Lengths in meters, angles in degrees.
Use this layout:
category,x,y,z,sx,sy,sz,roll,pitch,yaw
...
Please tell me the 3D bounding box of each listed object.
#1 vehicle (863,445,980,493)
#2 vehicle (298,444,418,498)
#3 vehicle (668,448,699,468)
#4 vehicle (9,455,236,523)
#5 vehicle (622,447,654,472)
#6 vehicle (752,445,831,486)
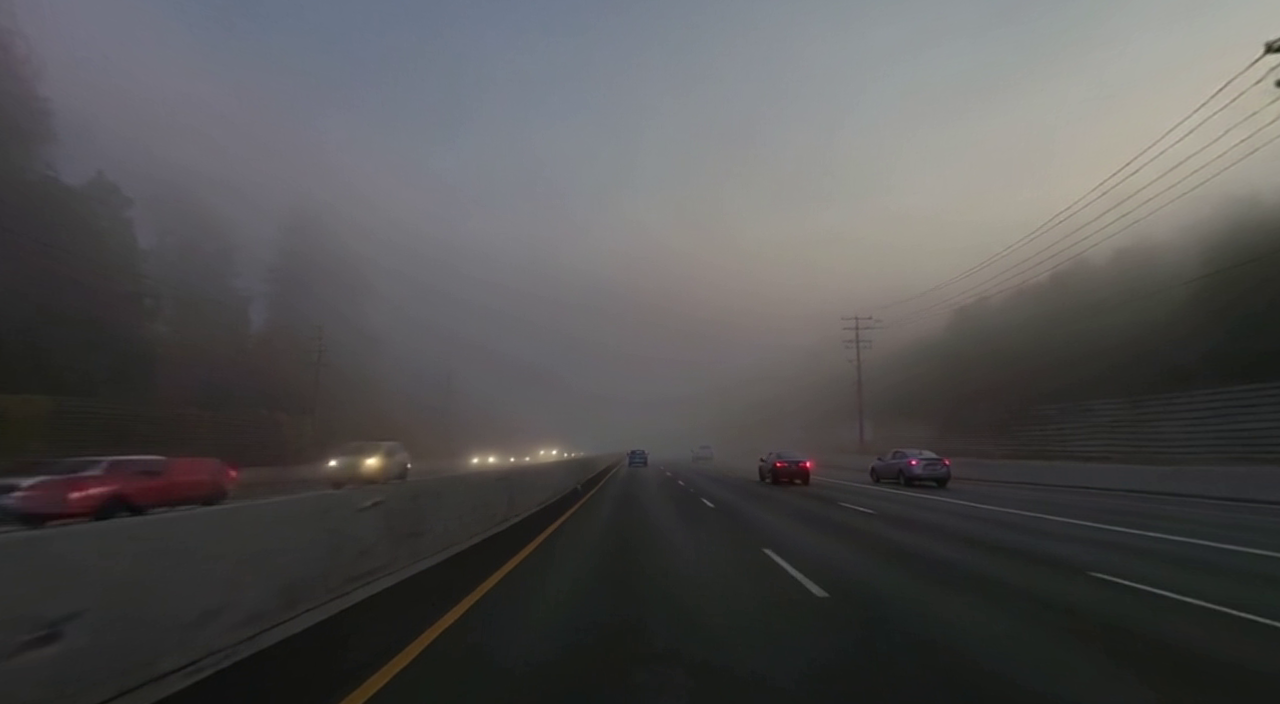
category,x,y,z,sx,sy,sz,roll,pitch,yaw
vehicle,9.662,4.036,22.176,1.969,1.506,4.422,0,-9,-1
vehicle,-10.099,4.274,23.131,2.288,1.735,4.468,0,-9,0
vehicle,3.289,8.166,48.833,1.981,1.480,4.316,0,-9,-1
vehicle,-13.466,3.557,16.958,2.133,1.485,4.644,0,-9,0
vehicle,-0.168,7.038,41.516,1.993,1.506,3.883,0,-9,-1
vehicle,6.137,4.649,26.218,2.069,1.520,4.614,0,-9,-1
